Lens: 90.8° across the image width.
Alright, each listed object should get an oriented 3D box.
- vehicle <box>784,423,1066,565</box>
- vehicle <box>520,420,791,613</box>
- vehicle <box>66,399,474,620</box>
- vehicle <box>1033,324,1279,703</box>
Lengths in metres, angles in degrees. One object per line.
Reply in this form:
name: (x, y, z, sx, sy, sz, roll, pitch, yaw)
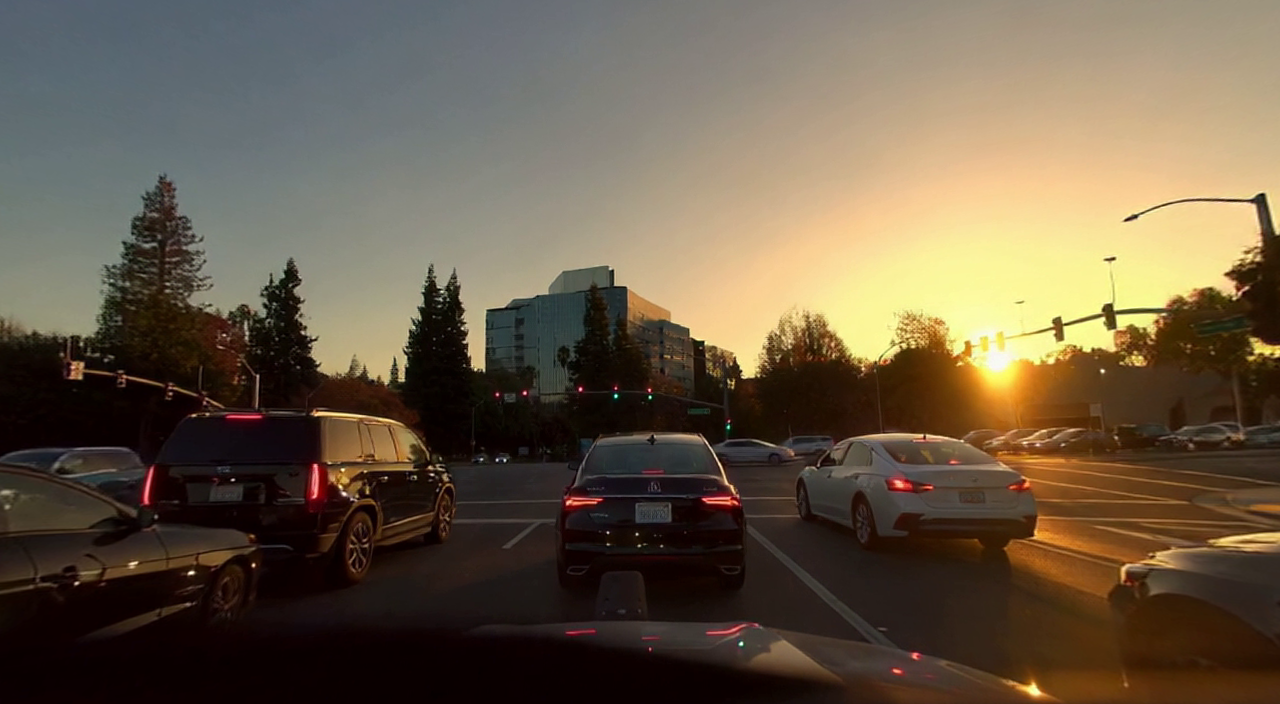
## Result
vehicle: (3.533, 1.841, 8.956, 1.874, 1.487, 4.404, 0, -9, -1)
vehicle: (0.062, 1.592, 7.023, 2.114, 1.482, 4.056, 0, -9, -2)
vehicle: (-3.417, 1.535, 7.059, 1.958, 1.693, 4.242, 0, -9, 0)
vehicle: (3.231, 0.618, 1.174, 2.178, 1.691, 4.314, 0, -9, 0)
